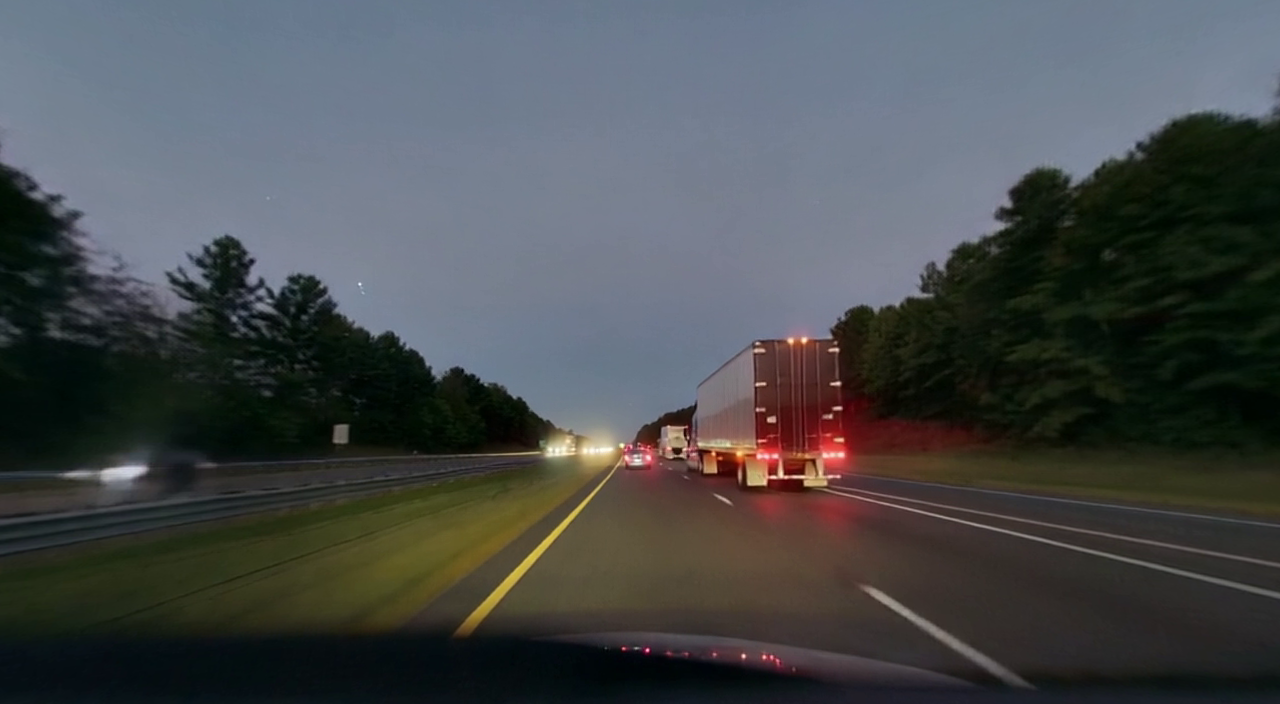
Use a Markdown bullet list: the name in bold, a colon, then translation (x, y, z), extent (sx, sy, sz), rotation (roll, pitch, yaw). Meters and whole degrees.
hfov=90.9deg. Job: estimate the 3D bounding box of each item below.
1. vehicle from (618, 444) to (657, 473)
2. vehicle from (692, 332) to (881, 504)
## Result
- **vehicle**: translation (-0.150, 5.984, 35.538), extent (2.051, 1.513, 4.511), rotation (0, -9, -1)
- **vehicle**: translation (4.030, 2.644, 22.123), extent (2.883, 4.057, 14.579), rotation (0, -9, -1)
